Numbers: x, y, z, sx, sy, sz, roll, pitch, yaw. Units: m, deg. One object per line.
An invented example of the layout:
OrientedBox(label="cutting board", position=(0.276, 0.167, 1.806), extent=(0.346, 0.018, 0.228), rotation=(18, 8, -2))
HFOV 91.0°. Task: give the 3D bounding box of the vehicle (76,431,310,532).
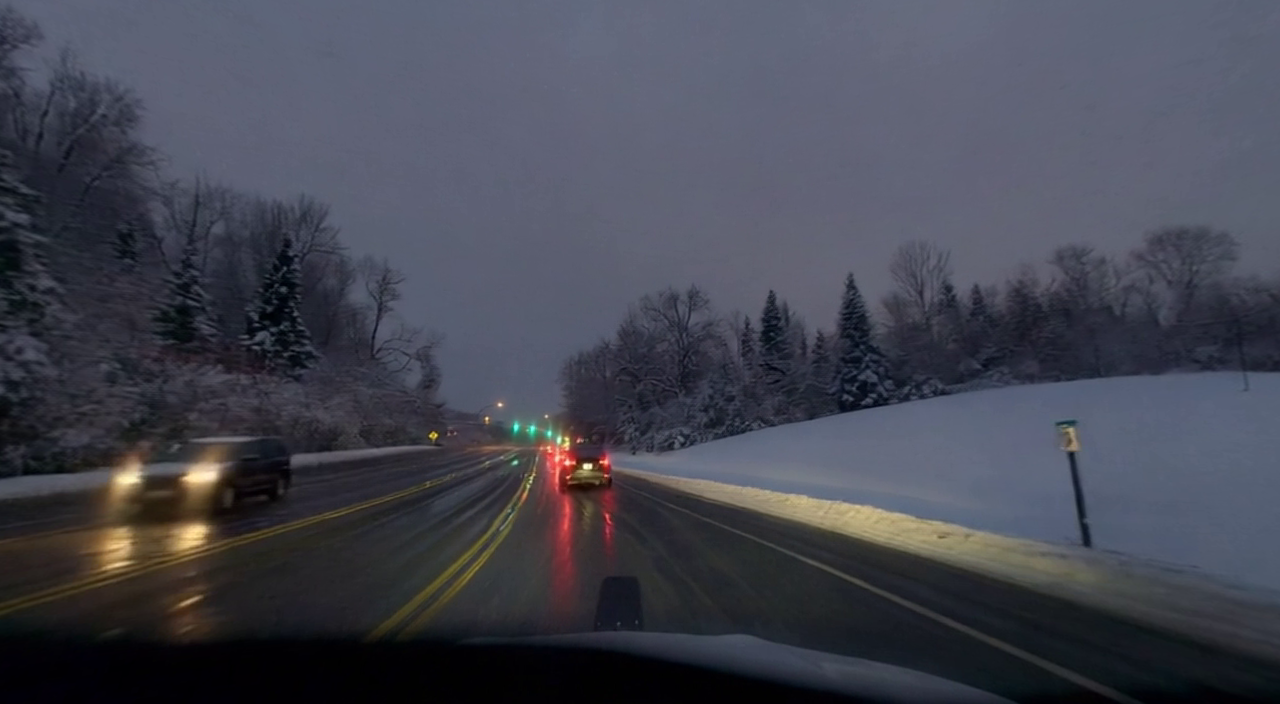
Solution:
OrientedBox(label="vehicle", position=(-8.357, 2.410, 12.310), extent=(1.894, 1.621, 3.900), rotation=(1, -8, -5))

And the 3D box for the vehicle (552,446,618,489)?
OrientedBox(label="vehicle", position=(-2.206, 4.373, 24.244), extent=(2.296, 1.510, 4.068), rotation=(1, -9, -8))
